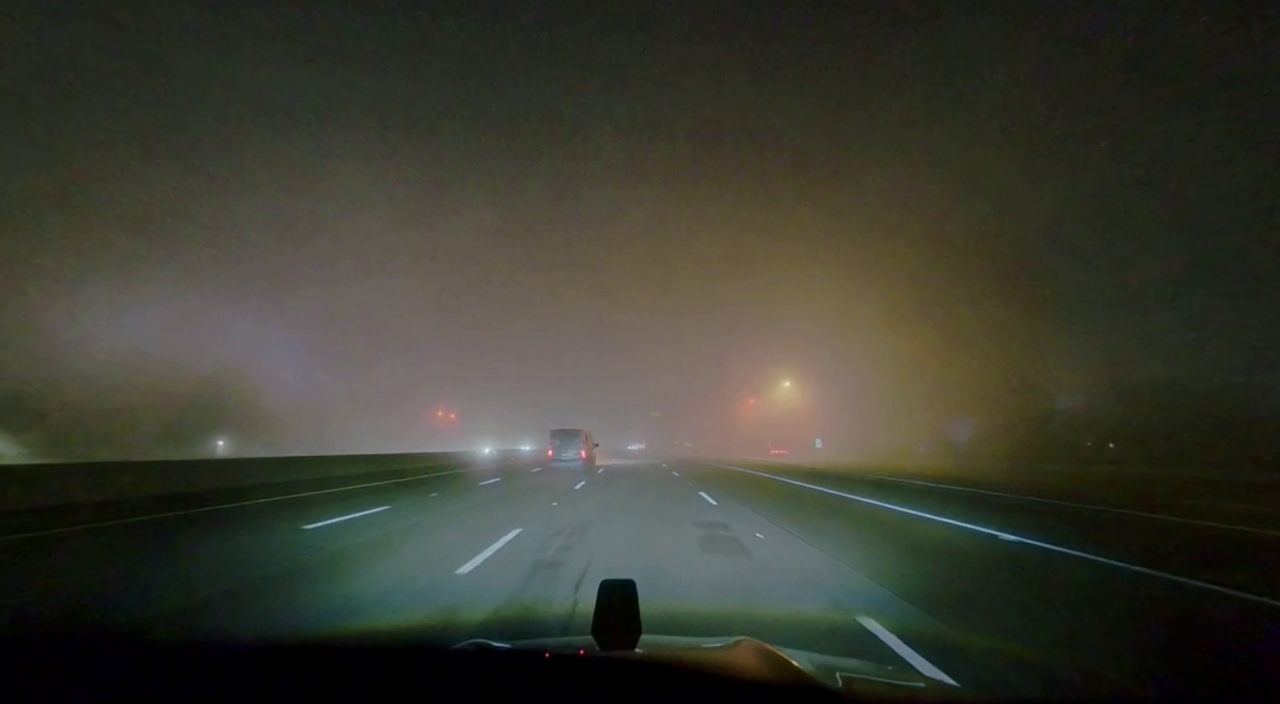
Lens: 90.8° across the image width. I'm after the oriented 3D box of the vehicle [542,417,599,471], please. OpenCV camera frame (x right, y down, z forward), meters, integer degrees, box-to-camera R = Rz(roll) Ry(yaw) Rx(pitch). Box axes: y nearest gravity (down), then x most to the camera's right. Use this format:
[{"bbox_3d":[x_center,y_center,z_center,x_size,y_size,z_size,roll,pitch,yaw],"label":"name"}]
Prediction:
[{"bbox_3d":[-4.085,5.637,38.569,2.881,2.937,7.045,0,-9,-2],"label":"vehicle"}]
